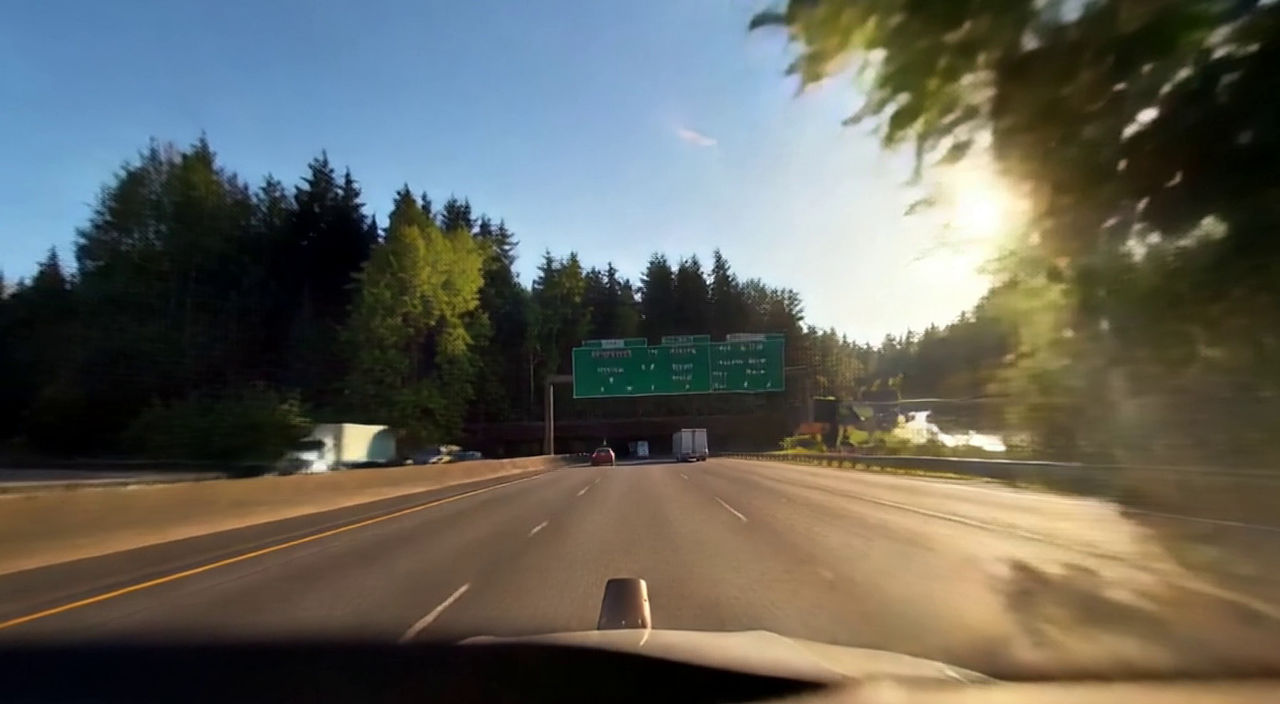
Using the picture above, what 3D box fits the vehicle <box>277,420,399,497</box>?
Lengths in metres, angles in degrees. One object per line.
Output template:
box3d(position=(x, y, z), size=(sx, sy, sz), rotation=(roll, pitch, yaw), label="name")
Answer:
box3d(position=(-14.712, 5.264, 31.466), size=(2.450, 3.334, 7.290), rotation=(-1, -9, 0), label="vehicle")
